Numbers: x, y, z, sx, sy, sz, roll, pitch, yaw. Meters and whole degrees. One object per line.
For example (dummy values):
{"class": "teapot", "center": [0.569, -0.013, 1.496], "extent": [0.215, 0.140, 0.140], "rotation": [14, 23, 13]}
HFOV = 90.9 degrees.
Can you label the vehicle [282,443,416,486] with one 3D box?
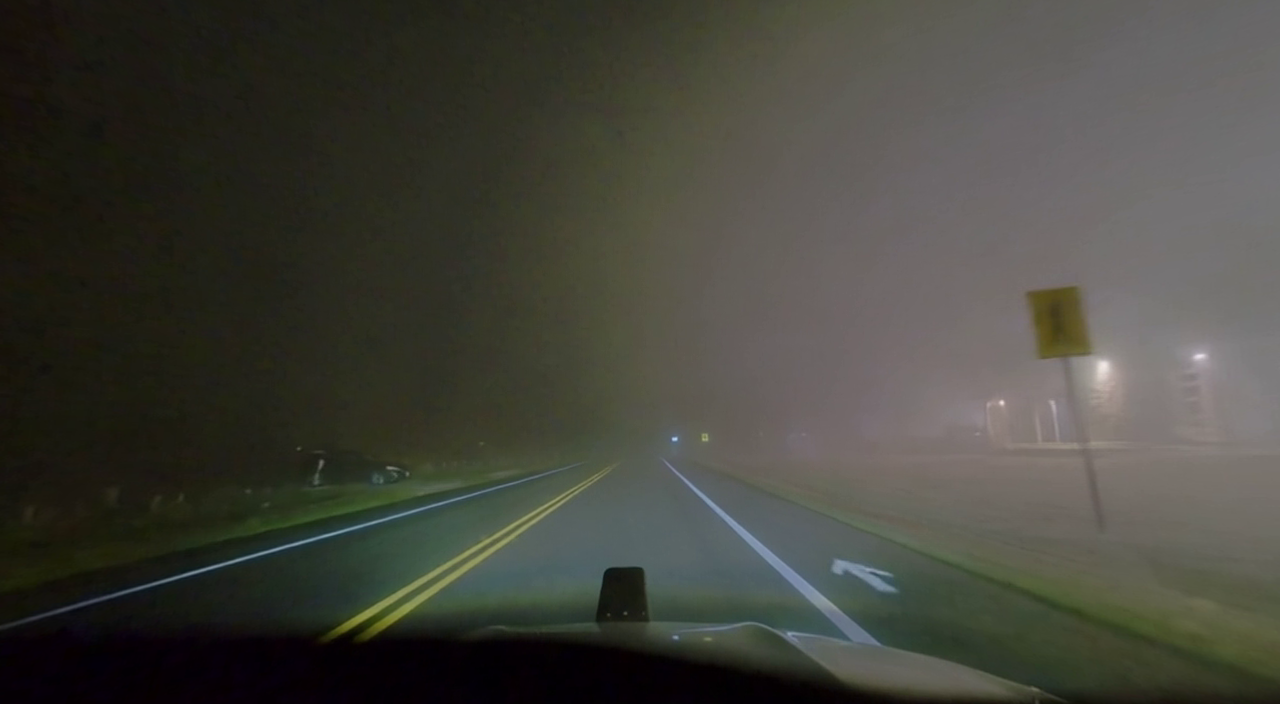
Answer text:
{"class": "vehicle", "center": [-12.643, 4.915, 27.675], "extent": [4.813, 1.763, 2.048], "rotation": [0, -8, -2]}
